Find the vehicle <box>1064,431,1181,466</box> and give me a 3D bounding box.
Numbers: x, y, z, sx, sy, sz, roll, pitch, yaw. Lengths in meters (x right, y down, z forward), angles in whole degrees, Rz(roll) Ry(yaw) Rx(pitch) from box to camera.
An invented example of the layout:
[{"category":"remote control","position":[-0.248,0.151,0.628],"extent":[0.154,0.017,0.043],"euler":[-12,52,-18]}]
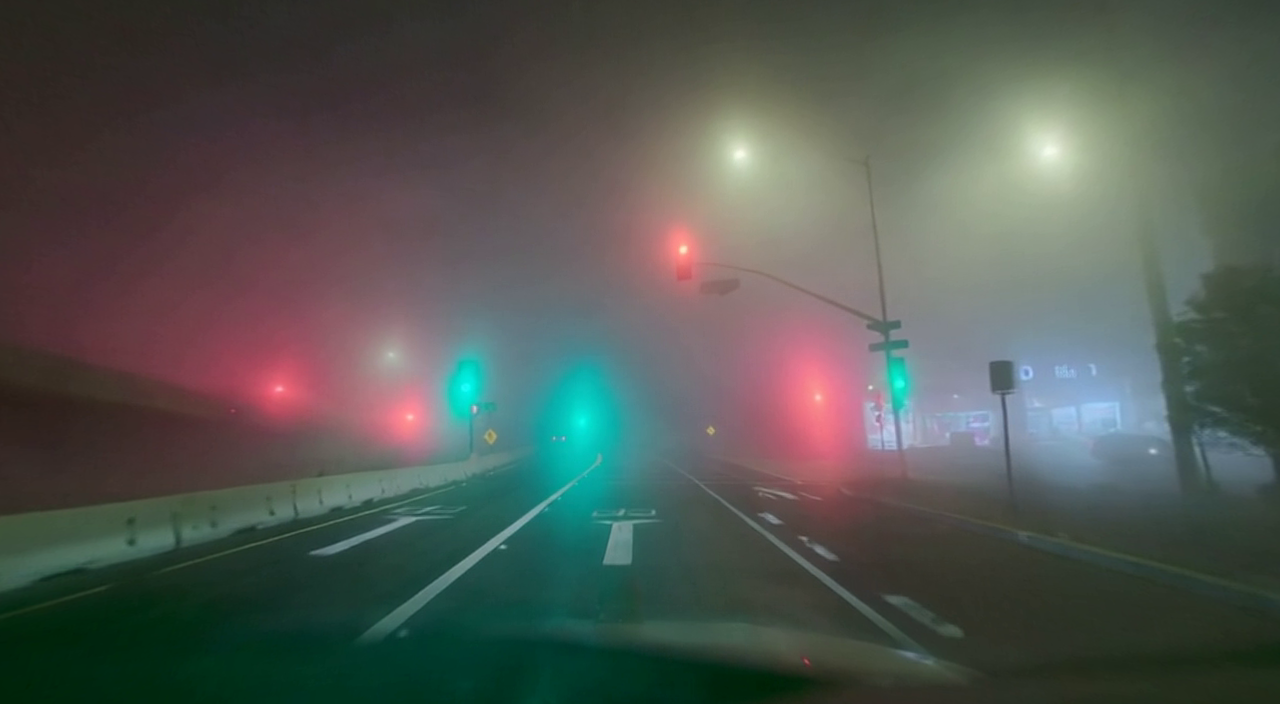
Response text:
[{"category":"vehicle","position":[22.285,4.483,29.156],"extent":[1.717,1.486,3.824],"euler":[4,-10,-32]}]
